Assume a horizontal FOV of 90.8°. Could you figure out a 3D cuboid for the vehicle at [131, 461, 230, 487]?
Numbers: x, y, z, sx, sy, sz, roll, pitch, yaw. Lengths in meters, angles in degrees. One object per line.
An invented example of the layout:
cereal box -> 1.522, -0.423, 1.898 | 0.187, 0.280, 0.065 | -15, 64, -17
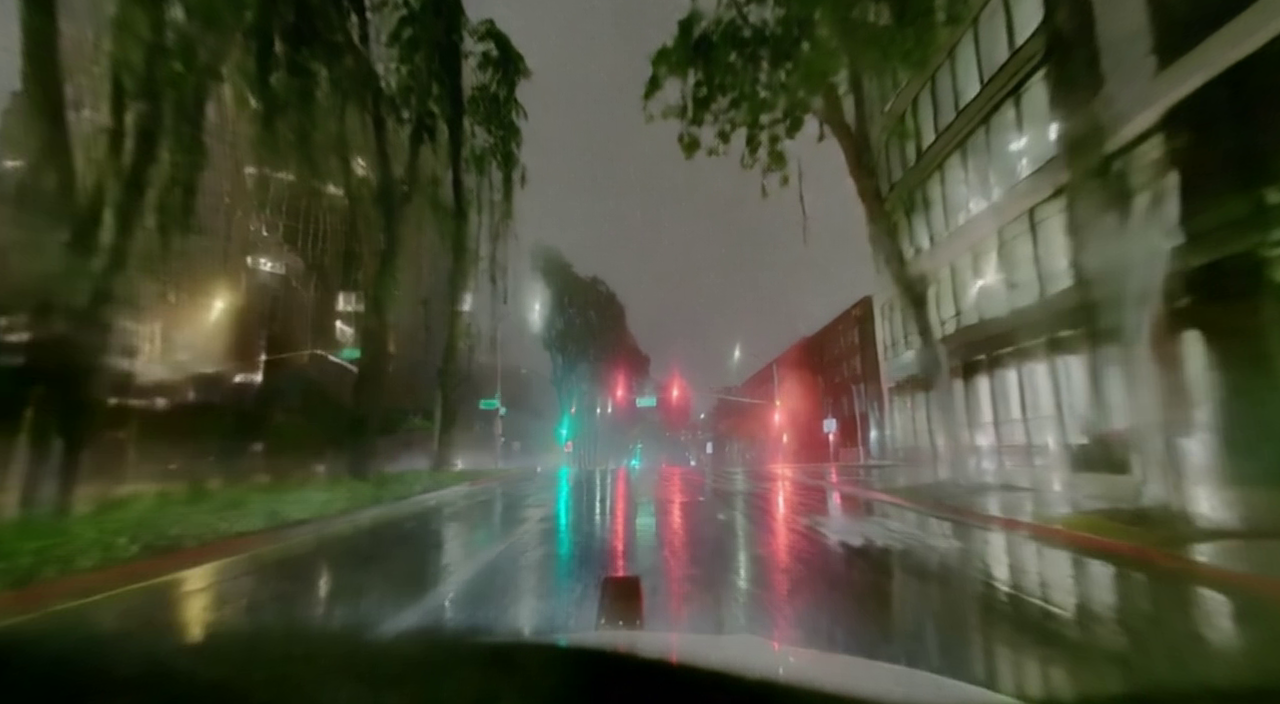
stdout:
vehicle -> -29.916, 7.955, 41.246 | 4.758, 1.549, 2.194 | 0, -8, 0
